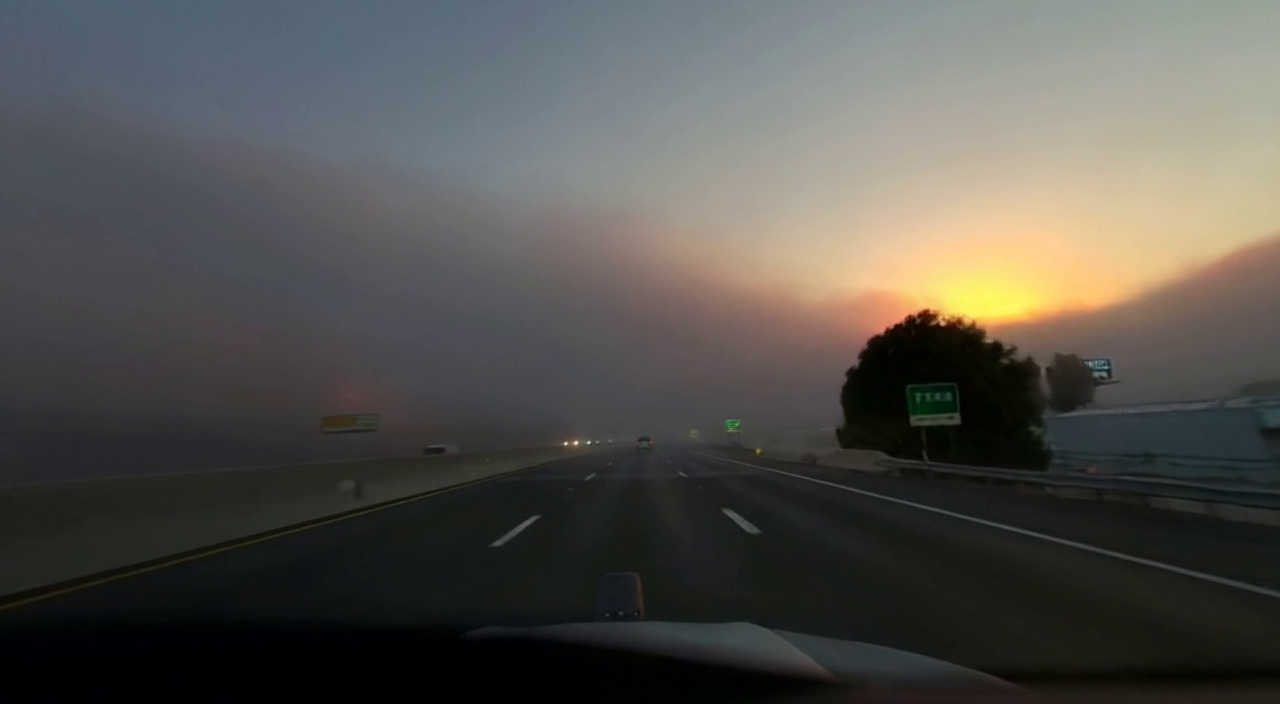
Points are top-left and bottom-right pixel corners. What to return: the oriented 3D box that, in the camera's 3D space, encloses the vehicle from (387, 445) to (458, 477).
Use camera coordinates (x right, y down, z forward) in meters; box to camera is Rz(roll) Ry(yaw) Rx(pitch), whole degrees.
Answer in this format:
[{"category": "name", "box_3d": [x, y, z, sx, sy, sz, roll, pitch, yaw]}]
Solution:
[{"category": "vehicle", "box_3d": [-10.876, 5.459, 31.889, 1.894, 1.492, 4.480, 0, -8, 1]}]
